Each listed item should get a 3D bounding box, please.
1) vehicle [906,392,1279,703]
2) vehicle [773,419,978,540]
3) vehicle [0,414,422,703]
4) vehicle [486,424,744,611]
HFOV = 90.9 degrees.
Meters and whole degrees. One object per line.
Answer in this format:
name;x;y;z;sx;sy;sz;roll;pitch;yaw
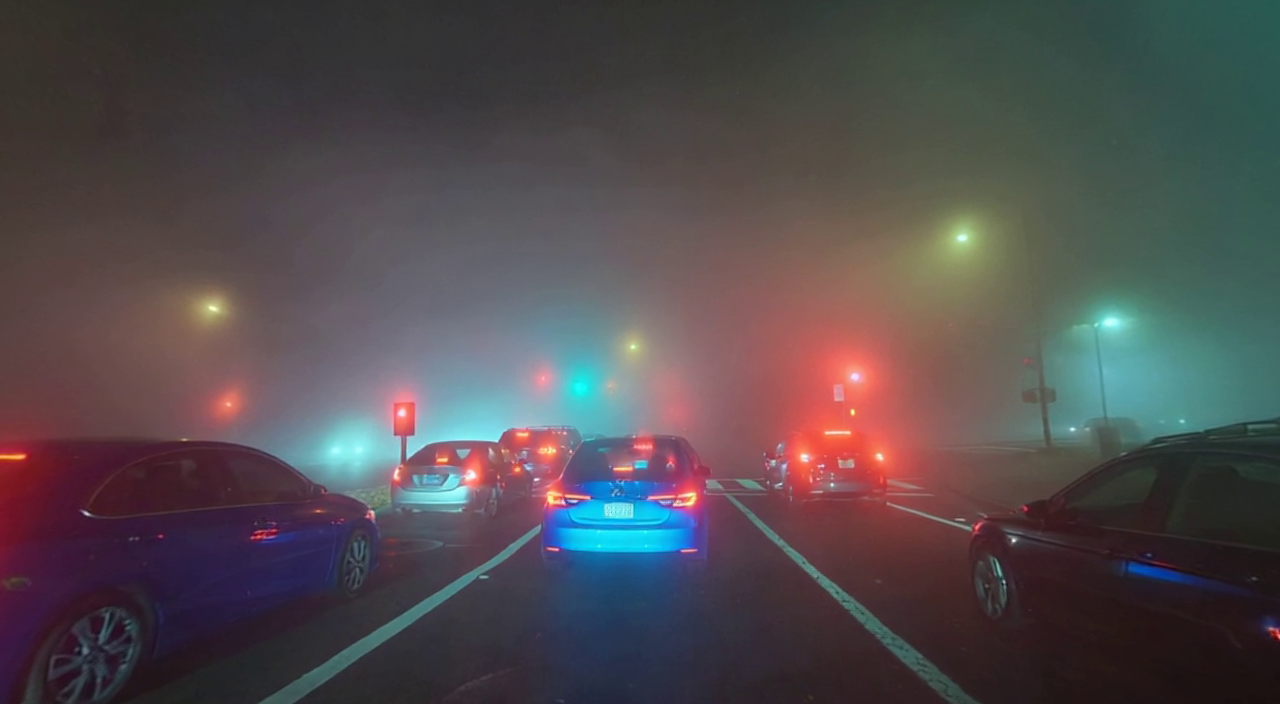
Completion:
vehicle;3.400;1.071;3.490;1.981;1.499;4.536;0;-8;2
vehicle;3.758;2.106;11.028;2.007;1.683;4.171;0;-8;1
vehicle;-3.413;1.302;4.714;1.980;1.454;4.226;0;-8;1
vehicle;-0.188;1.625;7.111;2.059;1.477;3.988;0;-8;0
